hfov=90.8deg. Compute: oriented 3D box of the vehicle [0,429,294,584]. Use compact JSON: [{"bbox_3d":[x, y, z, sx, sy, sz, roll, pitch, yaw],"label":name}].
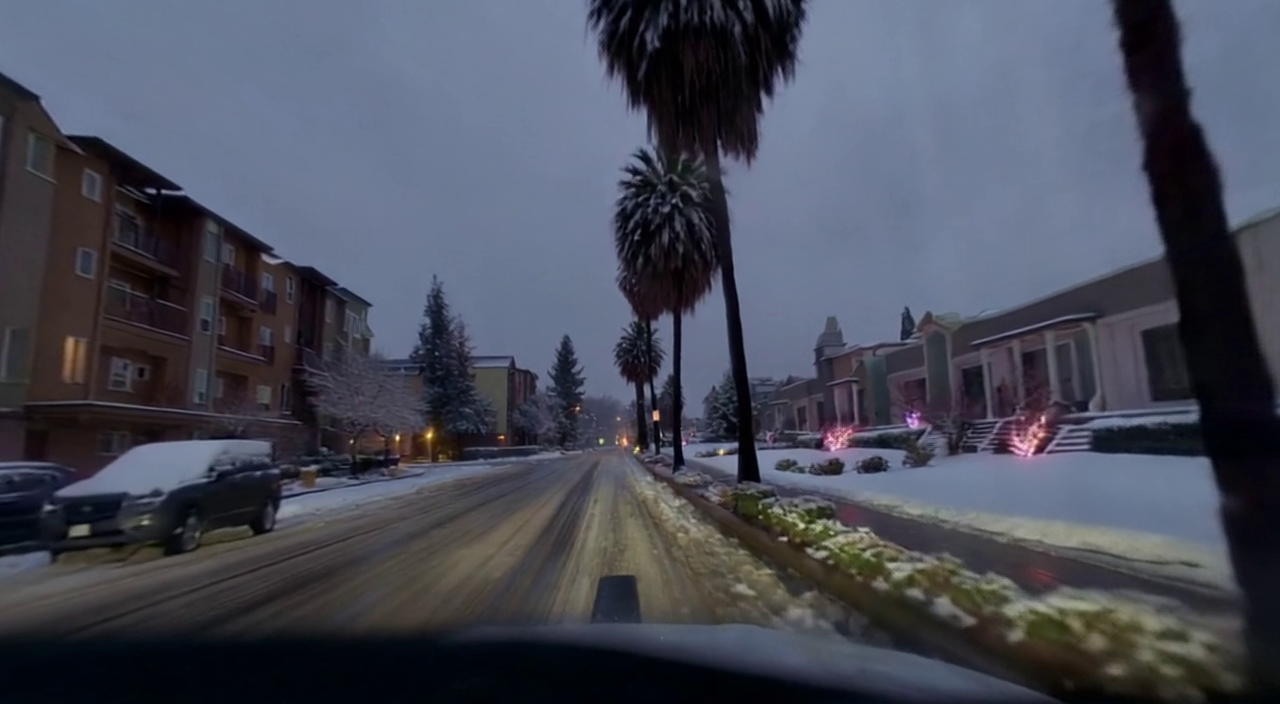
[{"bbox_3d":[-7.182,1.847,7.715,4.803,1.520,1.894,-2,-7,-6],"label":"vehicle"}]
